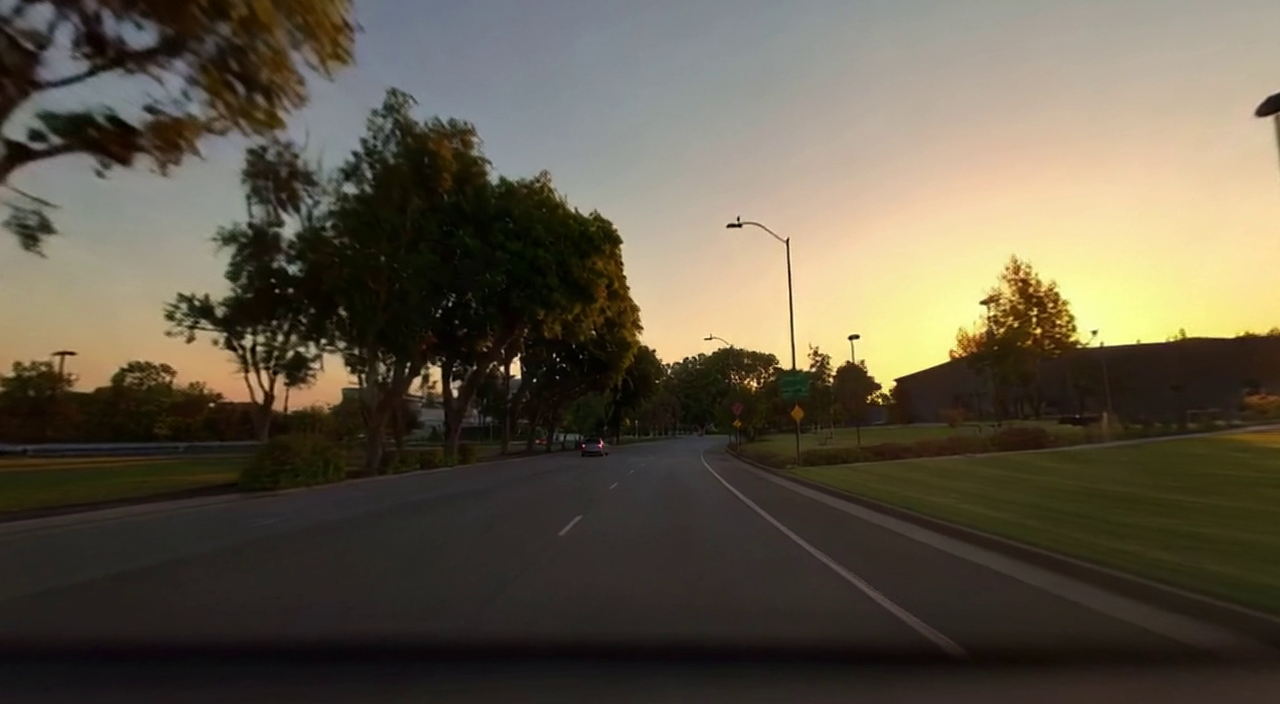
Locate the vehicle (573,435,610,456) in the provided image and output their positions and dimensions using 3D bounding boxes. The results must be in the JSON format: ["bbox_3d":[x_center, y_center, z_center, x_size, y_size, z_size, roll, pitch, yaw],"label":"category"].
[{"bbox_3d":[-3.570,6.970,47.051,1.945,1.461,4.605,-1,-8,6],"label":"vehicle"}]
